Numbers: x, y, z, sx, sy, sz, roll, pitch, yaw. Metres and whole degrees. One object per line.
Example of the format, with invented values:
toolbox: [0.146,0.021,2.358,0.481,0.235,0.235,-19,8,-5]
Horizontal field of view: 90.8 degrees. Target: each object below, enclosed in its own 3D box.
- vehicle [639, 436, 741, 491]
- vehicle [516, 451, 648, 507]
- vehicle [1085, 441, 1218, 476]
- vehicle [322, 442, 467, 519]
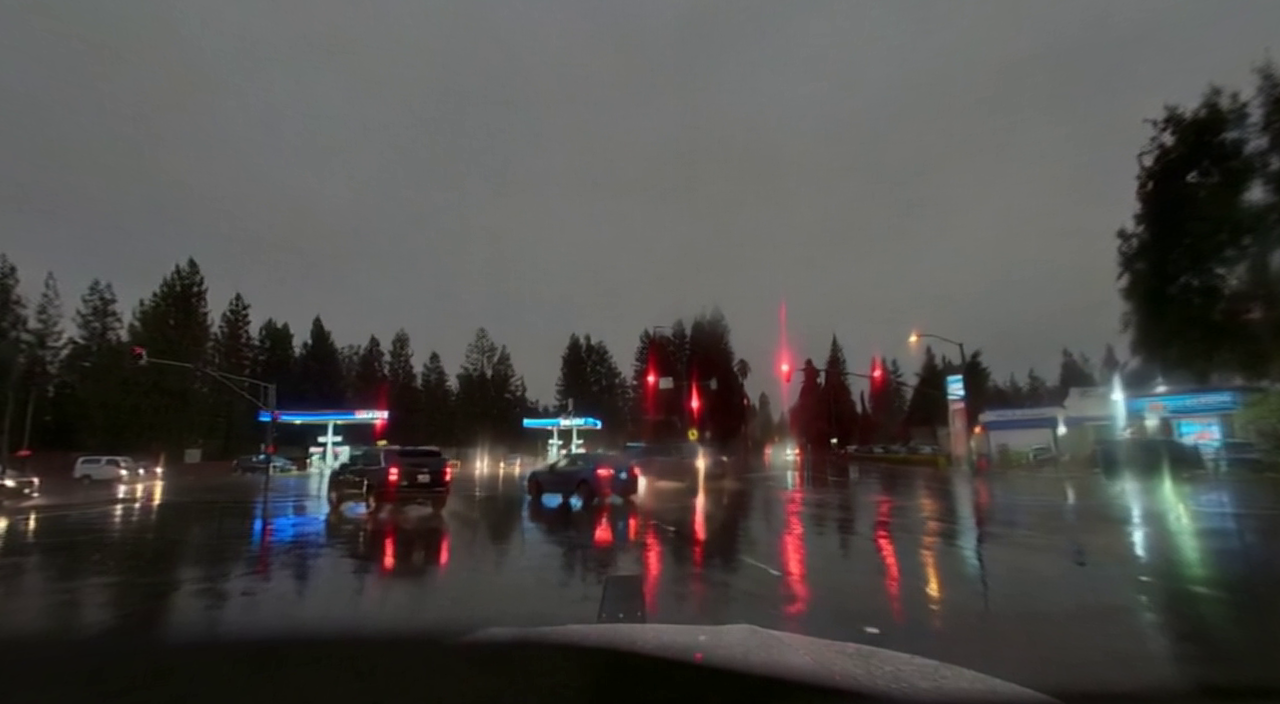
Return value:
vehicle: [1.727,4.136,23.694,2.016,1.828,4.503,3,-10,-21]
vehicle: [-1.872,3.719,19.052,1.965,1.460,4.581,6,-11,-34]
vehicle: [27.250,5.689,33.899,4.952,1.745,2.184,-3,-9,17]
vehicle: [-6.798,3.364,17.177,2.351,1.733,4.616,6,-10,-38]
